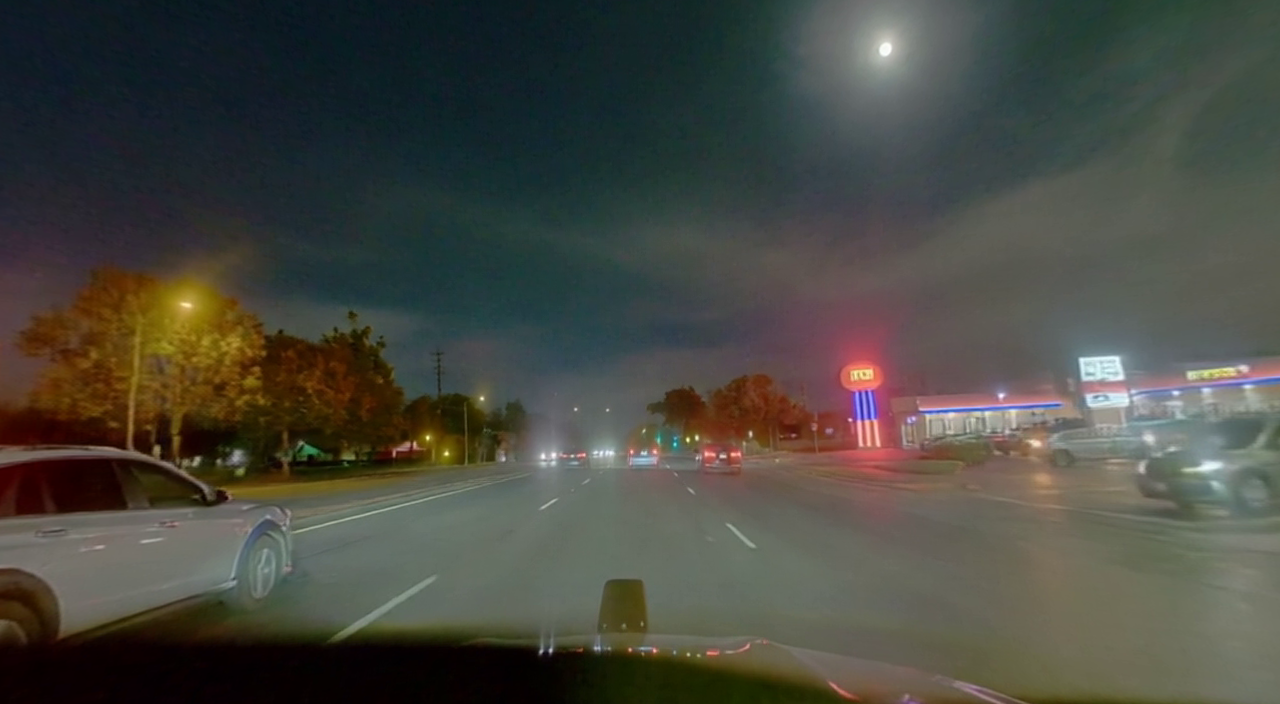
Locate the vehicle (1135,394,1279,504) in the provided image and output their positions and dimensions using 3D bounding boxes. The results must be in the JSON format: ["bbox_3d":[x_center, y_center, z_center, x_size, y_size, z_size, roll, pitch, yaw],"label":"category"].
[{"bbox_3d":[11.431,1.575,10.333,4.808,1.712,2.061,-5,-10,29],"label":"vehicle"}]

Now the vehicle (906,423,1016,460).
[{"bbox_3d":[16.883,4.790,33.430,1.945,1.690,4.833,0,-9,-27],"label":"vehicle"}]

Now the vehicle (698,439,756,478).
[{"bbox_3d":[3.694,4.590,27.397,1.922,1.579,3.642,0,-8,-1],"label":"vehicle"}]

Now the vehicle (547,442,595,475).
[{"bbox_3d":[-3.636,5.709,33.958,2.026,1.665,4.193,0,-8,1],"label":"vehicle"}]

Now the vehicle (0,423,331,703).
[{"bbox_3d":[-4.022,1.227,3.940,1.908,1.481,4.351,0,-8,1],"label":"vehicle"}]

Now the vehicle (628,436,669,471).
[{"bbox_3d":[0.457,5.841,36.293,2.193,1.873,4.033,0,-8,0],"label":"vehicle"}]

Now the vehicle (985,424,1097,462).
[{"bbox_3d":[16.448,3.756,26.106,1.891,1.440,4.045,0,-8,-1],"label":"vehicle"}]
